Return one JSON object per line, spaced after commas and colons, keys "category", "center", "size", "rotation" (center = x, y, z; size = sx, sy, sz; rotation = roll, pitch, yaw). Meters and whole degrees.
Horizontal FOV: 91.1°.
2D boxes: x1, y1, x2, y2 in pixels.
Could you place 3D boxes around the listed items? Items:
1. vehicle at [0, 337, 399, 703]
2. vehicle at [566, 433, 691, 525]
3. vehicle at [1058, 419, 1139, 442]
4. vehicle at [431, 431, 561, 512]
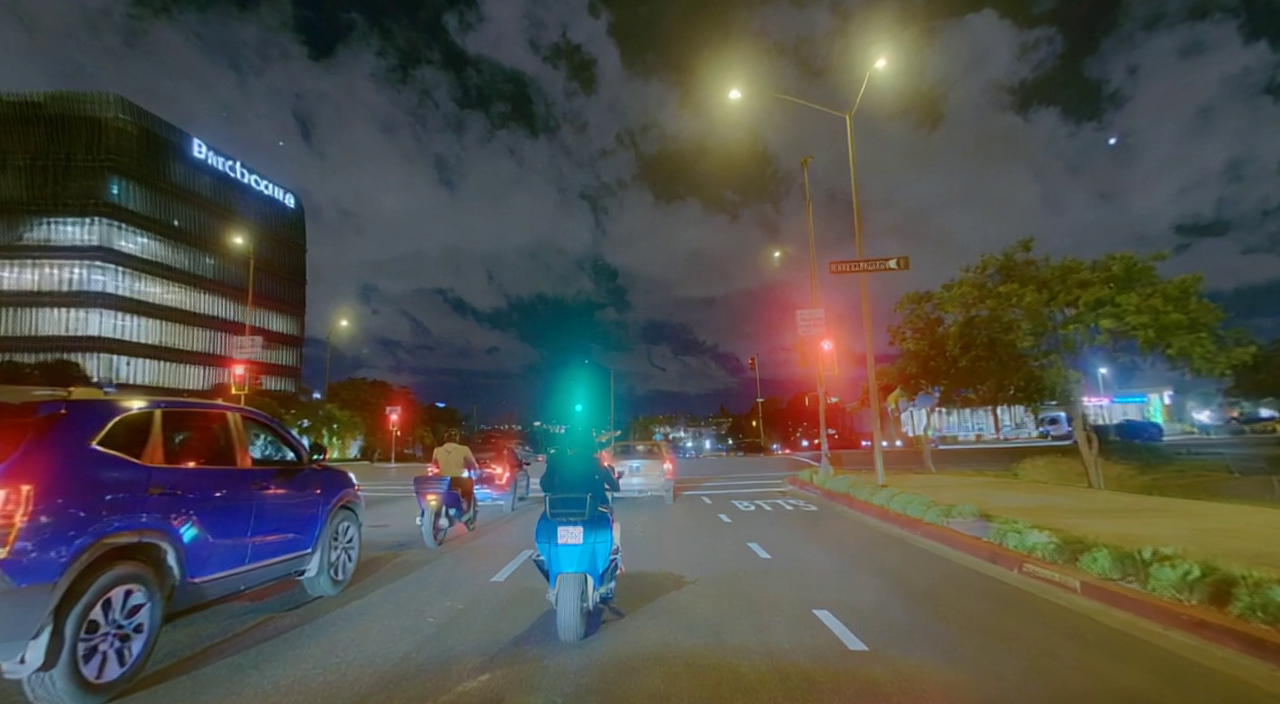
{"category": "vehicle", "center": [-3.616, 1.132, 4.449], "size": [2.000, 1.809, 4.405], "rotation": [0, -8, 1]}
{"category": "vehicle", "center": [-0.148, 2.355, 12.232], "size": [2.025, 1.458, 4.085], "rotation": [0, -8, 1]}
{"category": "vehicle", "center": [30.711, 5.278, 42.104], "size": [1.751, 1.420, 4.027], "rotation": [8, -12, -43]}
{"category": "vehicle", "center": [-3.167, 2.715, 14.738], "size": [1.935, 1.615, 4.073], "rotation": [-1, -8, 2]}
